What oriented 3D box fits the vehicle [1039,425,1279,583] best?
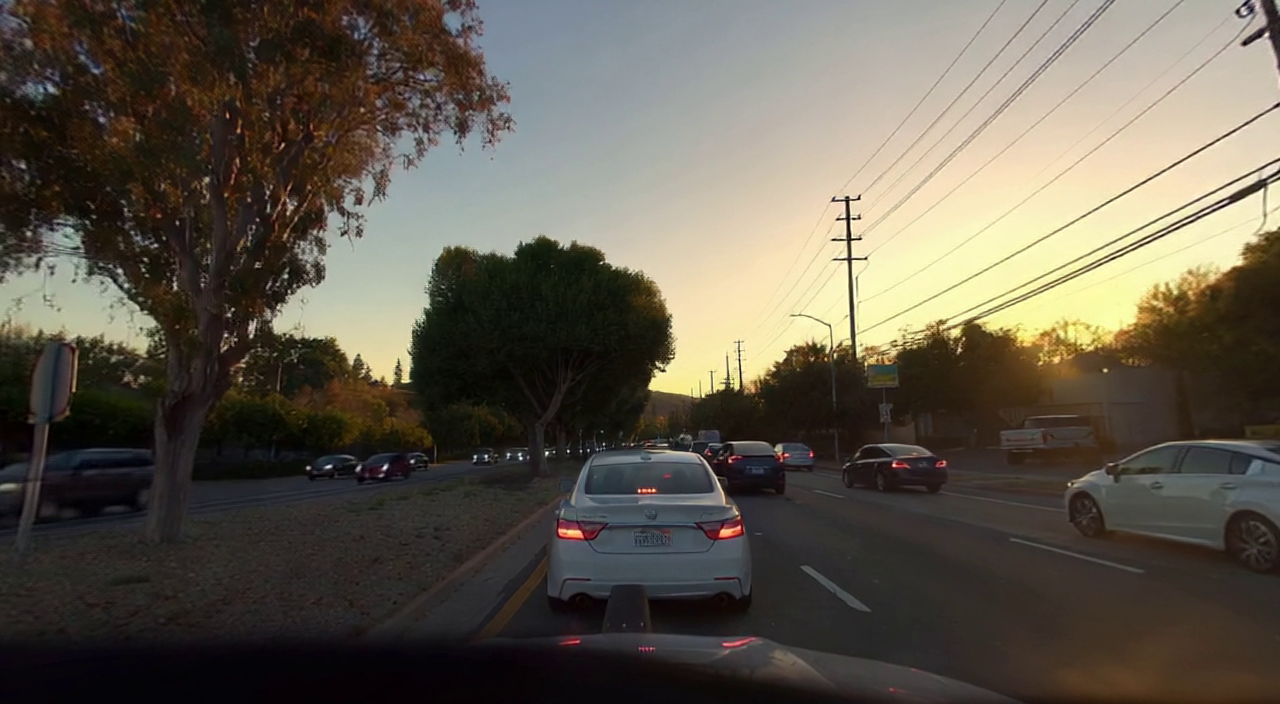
[{"bbox_3d":[6.988,1.631,7.286,1.850,1.480,4.474,0,-8,1],"label":"vehicle"}]

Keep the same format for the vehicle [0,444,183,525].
[{"bbox_3d":[-15.403,3.402,17.023,2.056,1.809,5.354,0,-8,0],"label":"vehicle"}]

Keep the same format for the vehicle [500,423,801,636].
[{"bbox_3d":[0.061,1.539,6.481,2.108,1.479,3.935,0,-8,0],"label":"vehicle"}]

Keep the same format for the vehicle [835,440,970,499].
[{"bbox_3d":[7.269,3.267,18.058,1.899,1.458,4.499,0,-8,0],"label":"vehicle"}]

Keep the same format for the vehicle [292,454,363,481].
[{"bbox_3d":[-18.881,6.969,38.404,1.884,1.466,4.821,0,-8,0],"label":"vehicle"}]

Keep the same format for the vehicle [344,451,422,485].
[{"bbox_3d":[-12.009,5.428,29.775,1.804,1.430,4.456,0,-8,0],"label":"vehicle"}]
